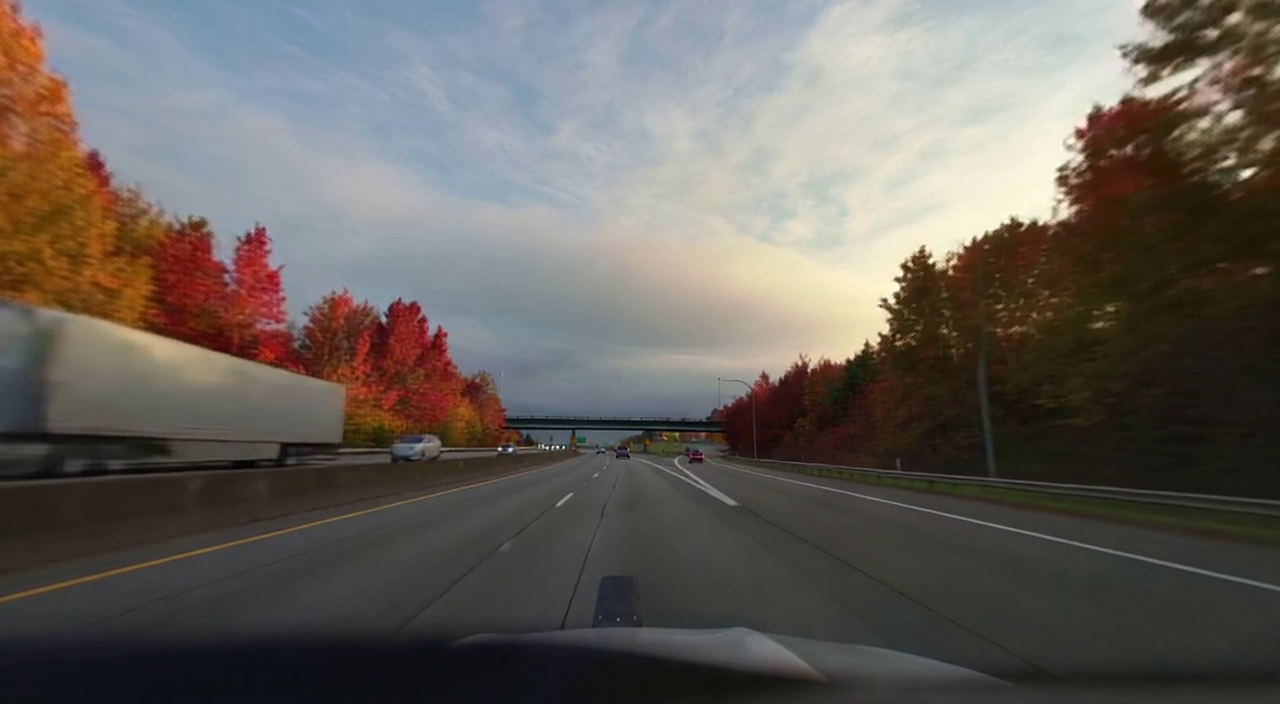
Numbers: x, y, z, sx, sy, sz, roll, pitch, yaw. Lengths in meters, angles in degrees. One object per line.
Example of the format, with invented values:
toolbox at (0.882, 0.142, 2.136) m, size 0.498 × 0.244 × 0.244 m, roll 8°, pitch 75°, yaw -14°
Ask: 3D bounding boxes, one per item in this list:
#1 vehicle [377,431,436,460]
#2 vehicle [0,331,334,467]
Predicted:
vehicle at (-13.272, 5.368, 35.880) m, size 1.834 × 1.496 × 4.289 m, roll 0°, pitch -9°, yaw -1°
vehicle at (-17.239, 2.445, 25.370) m, size 2.893 × 3.991 × 14.139 m, roll 0°, pitch -9°, yaw -1°
